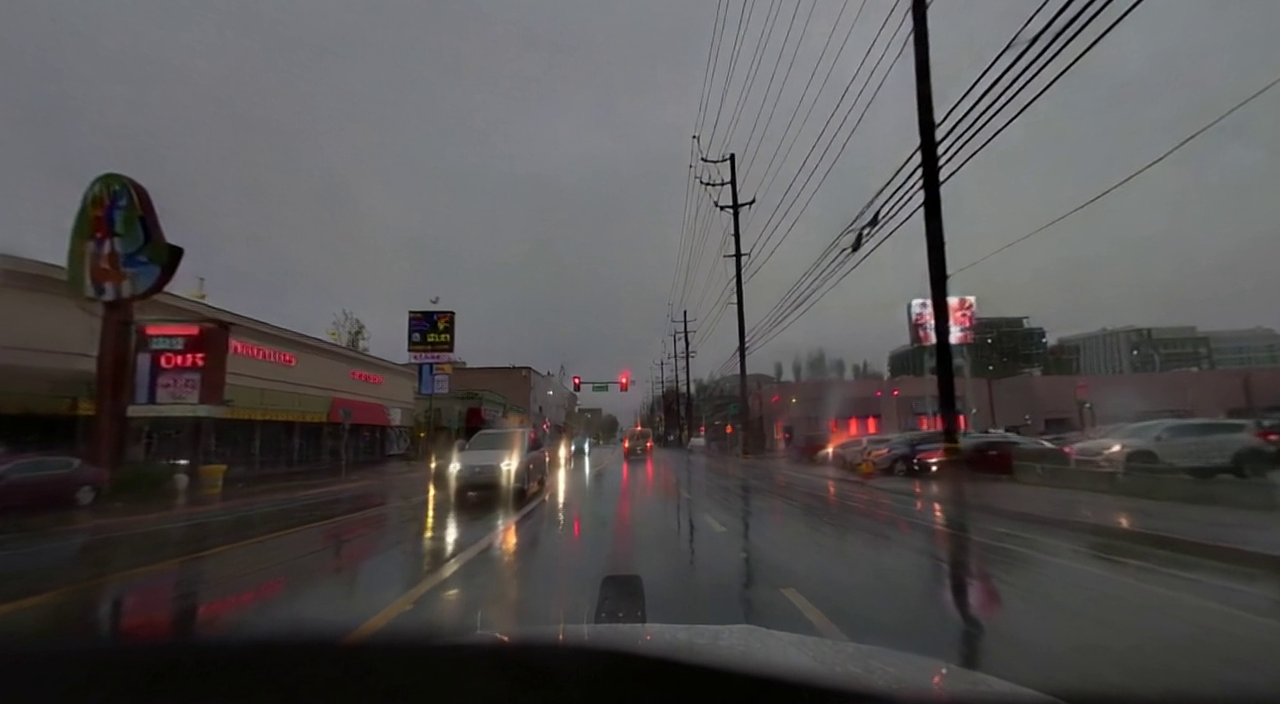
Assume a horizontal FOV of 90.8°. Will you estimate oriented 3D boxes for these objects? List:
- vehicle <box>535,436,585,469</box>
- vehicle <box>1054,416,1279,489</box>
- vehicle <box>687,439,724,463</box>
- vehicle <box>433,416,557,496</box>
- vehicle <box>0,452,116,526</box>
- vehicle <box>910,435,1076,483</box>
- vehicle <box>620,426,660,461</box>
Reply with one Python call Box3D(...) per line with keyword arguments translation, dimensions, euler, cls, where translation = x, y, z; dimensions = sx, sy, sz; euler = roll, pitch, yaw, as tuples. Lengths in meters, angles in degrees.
Box3D(translation=(-4.140, 5.285, 33.338), dimensions=(2.033, 1.572, 4.939), euler=(0, -8, -1), cls="vehicle")
Box3D(translation=(14.997, 2.806, 17.692), dimensions=(5.307, 1.877, 2.052), euler=(0, -8, -1), cls="vehicle")
Box3D(translation=(4.245, 6.508, 41.612), dimensions=(1.926, 1.482, 4.442), euler=(0, -8, 0), cls="vehicle")
Box3D(translation=(-3.888, 2.941, 18.133), dimensions=(2.277, 1.904, 5.583), euler=(0, -8, 0), cls="vehicle")
Box3D(translation=(-14.289, 2.944, 13.627), dimensions=(1.960, 1.503, 4.505), euler=(-1, -8, 3), cls="vehicle")
Box3D(translation=(11.372, 3.467, 20.604), dimensions=(4.238, 1.464, 1.862), euler=(-1, -9, 2), cls="vehicle")
Box3D(translation=(0.003, 6.620, 45.651), dimensions=(2.683, 2.295, 6.404), euler=(0, -8, 1), cls="vehicle")
